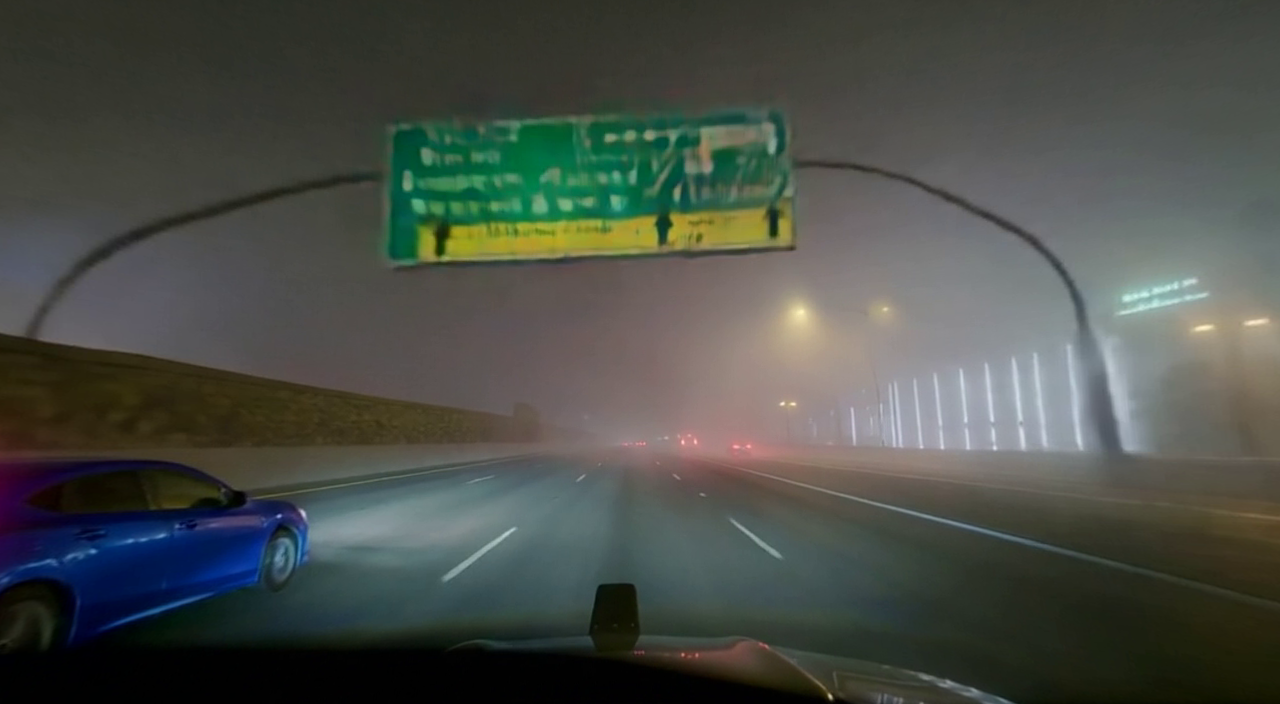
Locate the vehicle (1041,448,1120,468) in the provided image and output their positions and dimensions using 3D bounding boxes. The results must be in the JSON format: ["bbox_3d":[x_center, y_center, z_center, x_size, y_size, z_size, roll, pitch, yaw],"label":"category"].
[{"bbox_3d":[33.937,8.186,48.767,4.640,1.514,1.862,0,-8,2],"label":"vehicle"}]

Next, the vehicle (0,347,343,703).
[{"bbox_3d":[-3.784,0.950,3.650,2.070,1.641,4.315,0,-8,-1],"label":"vehicle"}]

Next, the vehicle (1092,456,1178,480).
[{"bbox_3d":[33.667,7.879,43.020,4.380,1.493,1.722,1,-8,-2],"label":"vehicle"}]
